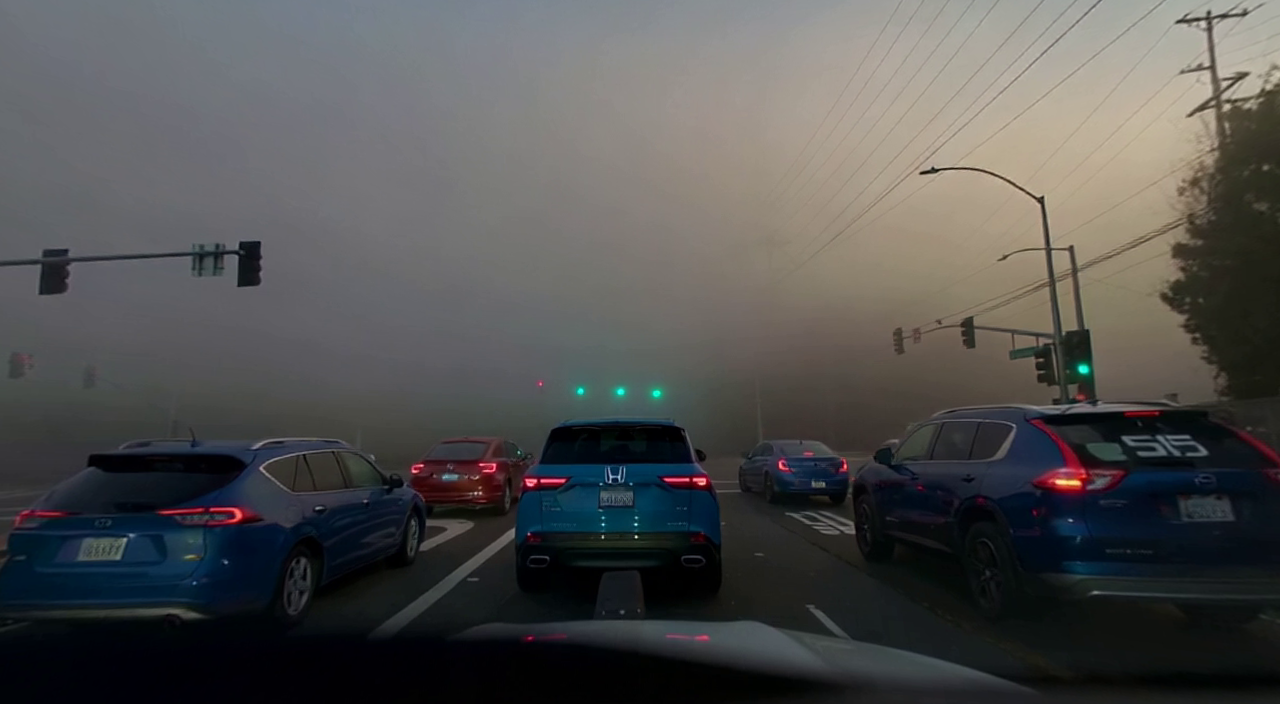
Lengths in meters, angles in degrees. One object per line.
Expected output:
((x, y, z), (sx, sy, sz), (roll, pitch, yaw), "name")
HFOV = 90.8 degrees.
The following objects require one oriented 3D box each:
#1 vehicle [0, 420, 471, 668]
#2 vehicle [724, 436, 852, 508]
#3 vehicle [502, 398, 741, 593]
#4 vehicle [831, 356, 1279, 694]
((-3.192, 1.493, 6.088), (1.881, 1.466, 4.484), (0, -9, 0), "vehicle")
((3.368, 2.831, 15.361), (1.949, 1.479, 4.489), (0, -9, -1), "vehicle")
((-0.138, 1.578, 7.701), (2.111, 1.712, 4.078), (0, -9, 1), "vehicle")
((3.518, 1.257, 5.737), (1.999, 1.789, 4.583), (0, -9, -1), "vehicle")
